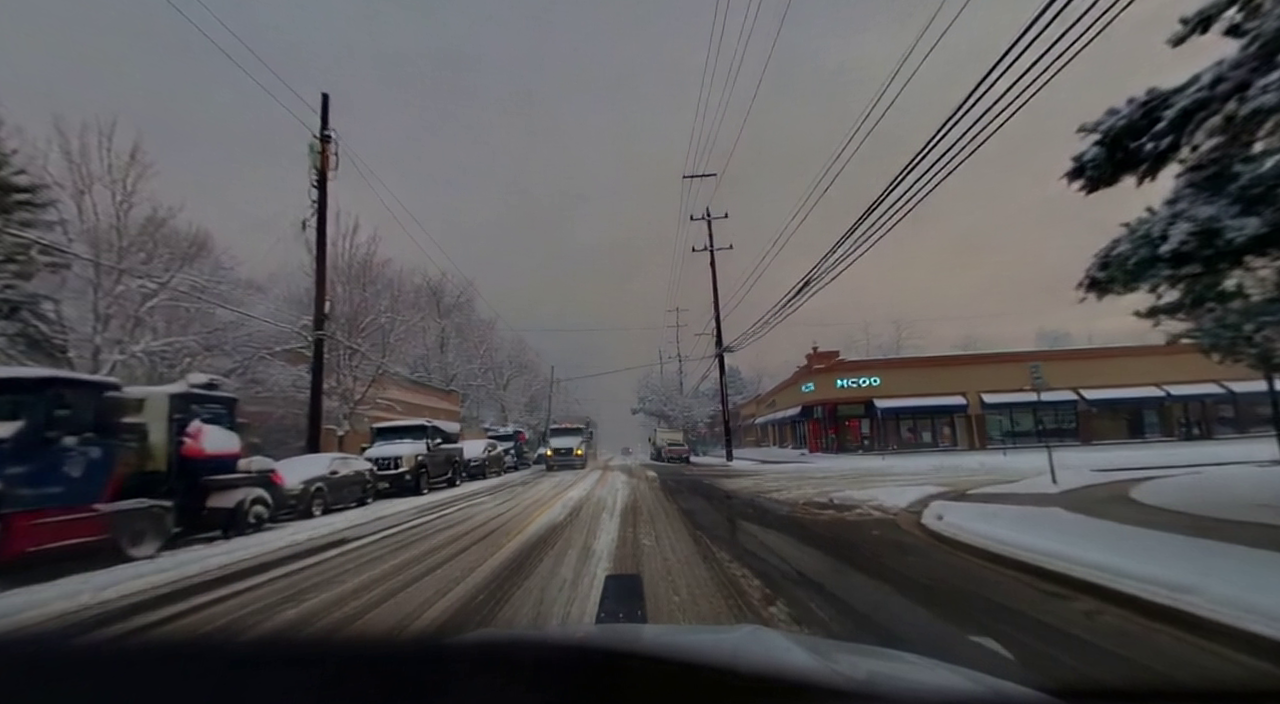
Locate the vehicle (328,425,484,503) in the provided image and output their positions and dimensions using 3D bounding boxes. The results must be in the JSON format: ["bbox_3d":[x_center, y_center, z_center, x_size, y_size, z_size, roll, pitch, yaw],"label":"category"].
[{"bbox_3d":[-8.088,3.979,23.028,2.737,2.345,7.210,-1,-8,2],"label":"vehicle"}]

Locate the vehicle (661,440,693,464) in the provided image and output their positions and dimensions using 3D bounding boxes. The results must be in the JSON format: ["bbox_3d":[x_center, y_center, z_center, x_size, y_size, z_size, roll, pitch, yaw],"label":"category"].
[{"bbox_3d":[2.877,7.900,49.916,2.097,1.784,4.915,0,-8,-1],"label":"vehicle"}]

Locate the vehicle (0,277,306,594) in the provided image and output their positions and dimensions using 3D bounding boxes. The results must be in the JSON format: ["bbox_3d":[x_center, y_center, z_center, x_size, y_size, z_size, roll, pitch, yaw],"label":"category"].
[{"bbox_3d":[-8.359,1.351,9.851,2.811,3.398,6.693,-3,-7,-1],"label":"vehicle"}]

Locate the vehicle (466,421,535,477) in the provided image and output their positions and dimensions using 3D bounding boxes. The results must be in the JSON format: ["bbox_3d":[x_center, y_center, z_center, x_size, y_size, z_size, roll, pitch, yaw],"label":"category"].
[{"bbox_3d":[-8.704,6.152,40.312,2.745,3.157,7.388,-1,-8,0],"label":"vehicle"}]

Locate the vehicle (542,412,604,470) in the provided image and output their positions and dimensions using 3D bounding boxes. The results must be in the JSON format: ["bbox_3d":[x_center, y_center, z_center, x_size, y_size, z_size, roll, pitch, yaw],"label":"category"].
[{"bbox_3d":[-4.192,5.995,42.298,2.994,3.308,12.131,0,-8,-1],"label":"vehicle"}]
